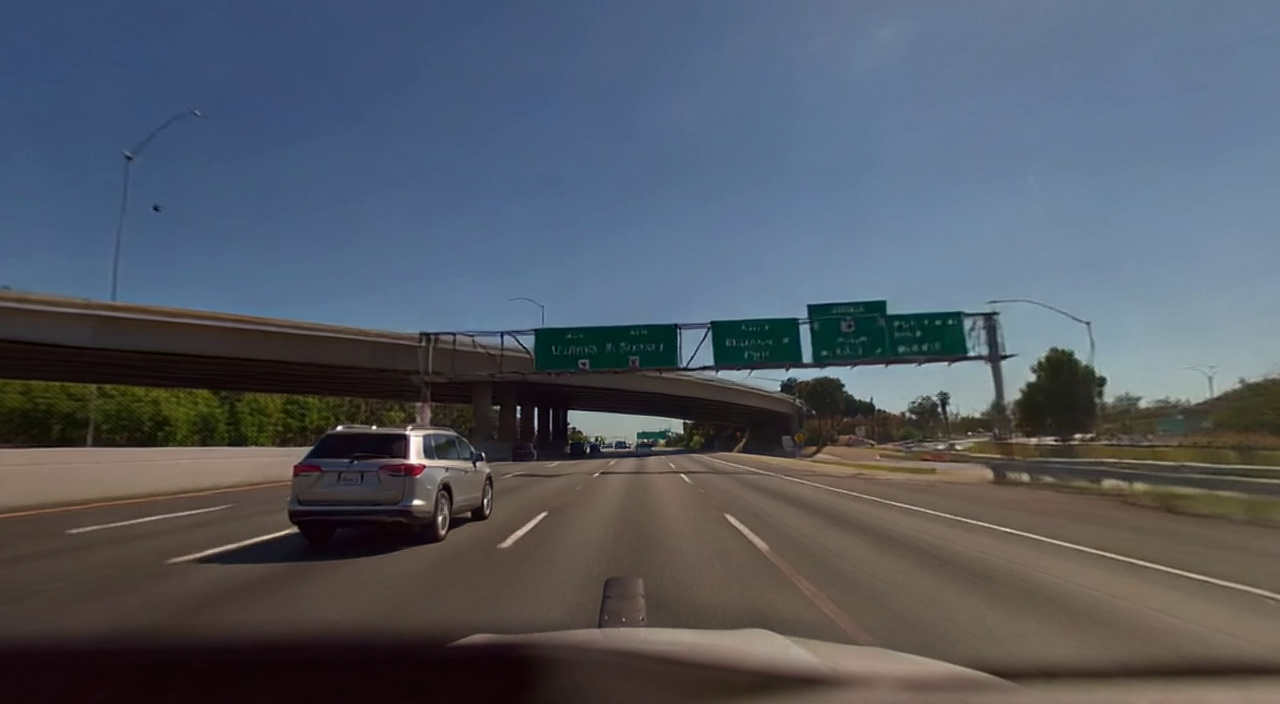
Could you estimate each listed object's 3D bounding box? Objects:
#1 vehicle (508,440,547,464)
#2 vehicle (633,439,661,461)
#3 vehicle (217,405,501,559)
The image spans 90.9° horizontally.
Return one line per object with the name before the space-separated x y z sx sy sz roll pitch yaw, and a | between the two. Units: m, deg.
vehicle | -7.798 6.966 43.980 1.871 1.542 4.371 0 -8 0
vehicle | 0.496 7.537 48.747 2.023 1.589 4.030 0 -8 -1
vehicle | -3.760 1.835 9.598 2.214 1.759 4.435 -1 -8 1
